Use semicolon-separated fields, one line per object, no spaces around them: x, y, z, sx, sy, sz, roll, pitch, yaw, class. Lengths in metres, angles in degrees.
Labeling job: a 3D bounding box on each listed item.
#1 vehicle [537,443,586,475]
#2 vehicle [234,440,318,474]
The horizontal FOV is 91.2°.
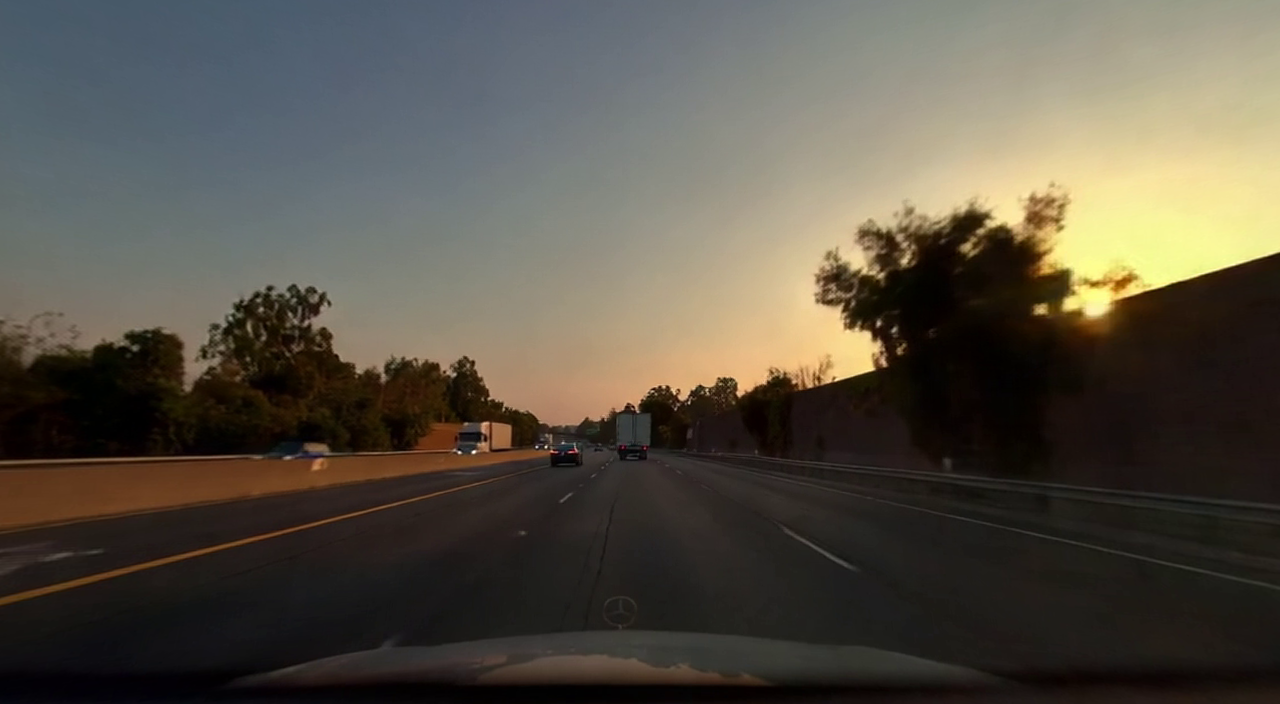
-4.075;5.646;33.281;2.057;1.519;4.372;0;-9;0;vehicle
-17.340;5.020;30.058;1.784;1.501;3.719;0;-9;0;vehicle
